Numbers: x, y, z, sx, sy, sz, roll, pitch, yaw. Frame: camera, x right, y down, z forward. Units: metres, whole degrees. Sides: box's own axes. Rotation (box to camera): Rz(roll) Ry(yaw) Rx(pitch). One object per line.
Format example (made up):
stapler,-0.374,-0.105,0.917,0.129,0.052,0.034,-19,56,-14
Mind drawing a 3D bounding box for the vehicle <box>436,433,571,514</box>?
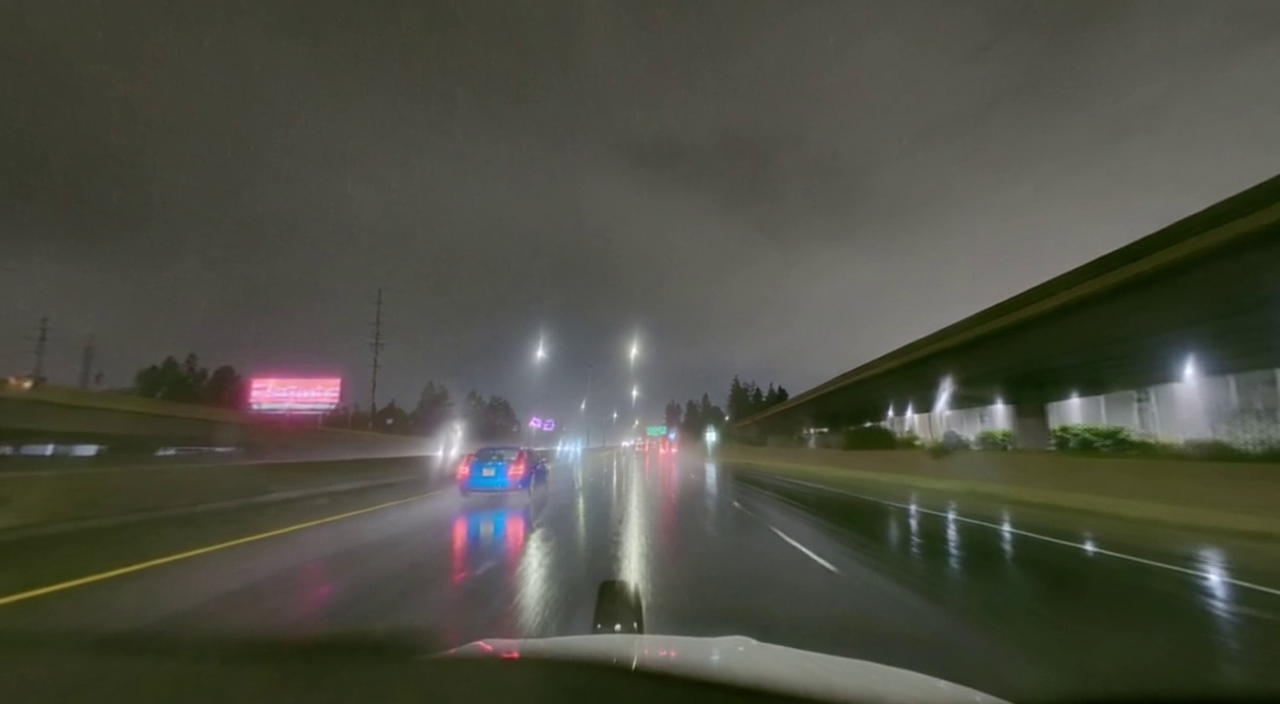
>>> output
vehicle,-2.932,2.719,14.705,2.029,1.557,4.570,0,-8,1
